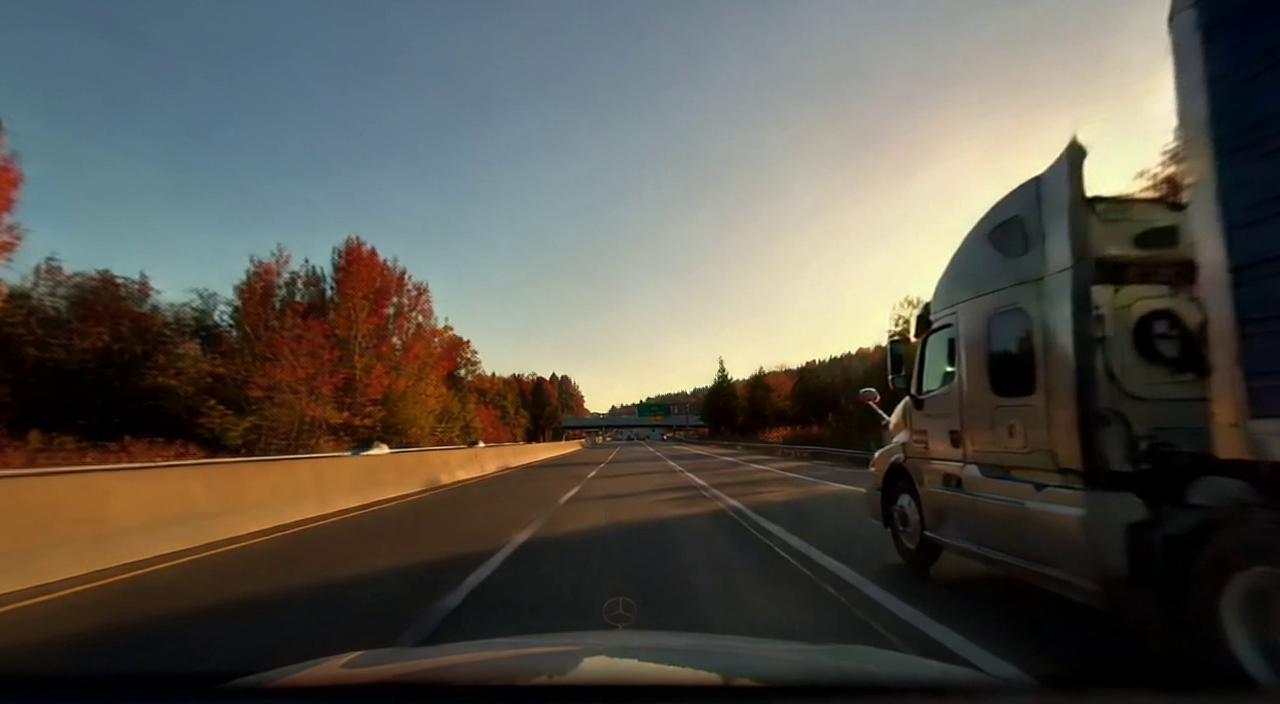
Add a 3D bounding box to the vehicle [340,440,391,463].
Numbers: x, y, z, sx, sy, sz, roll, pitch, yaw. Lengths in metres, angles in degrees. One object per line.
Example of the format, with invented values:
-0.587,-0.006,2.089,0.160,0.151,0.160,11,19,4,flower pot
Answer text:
-19.264,6.958,44.309,1.821,1.538,3.824,0,-8,0,vehicle
